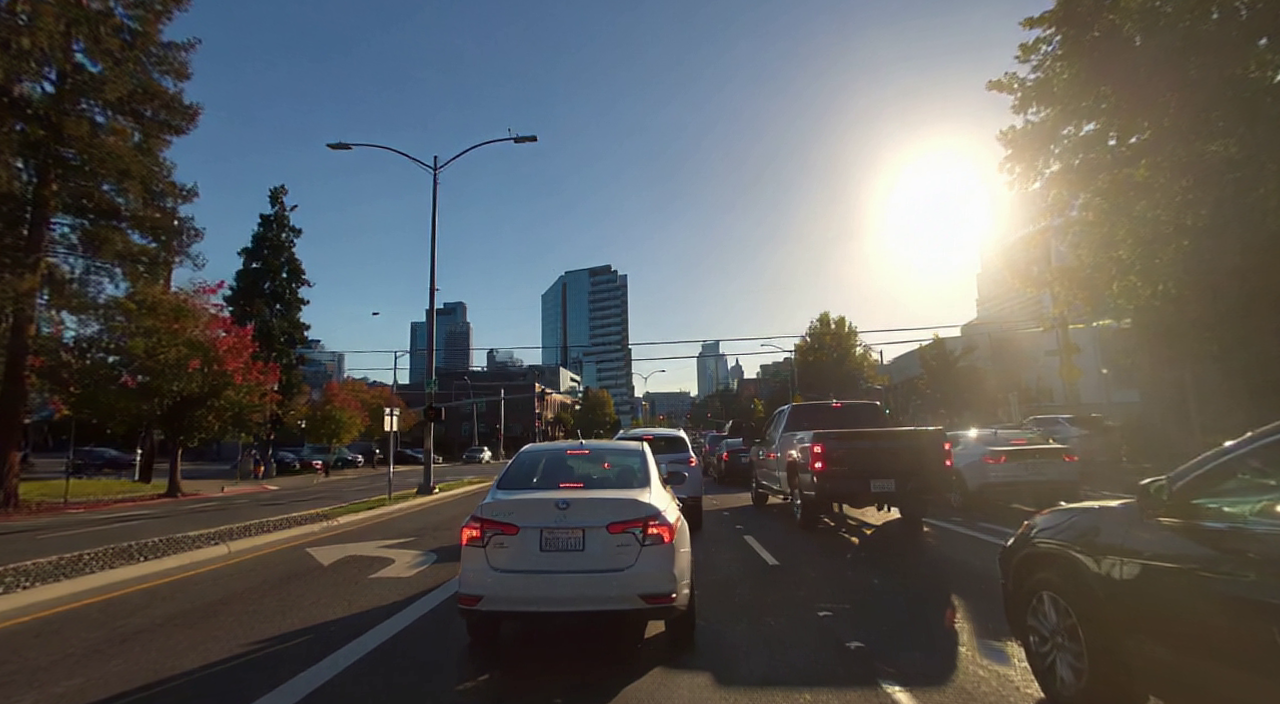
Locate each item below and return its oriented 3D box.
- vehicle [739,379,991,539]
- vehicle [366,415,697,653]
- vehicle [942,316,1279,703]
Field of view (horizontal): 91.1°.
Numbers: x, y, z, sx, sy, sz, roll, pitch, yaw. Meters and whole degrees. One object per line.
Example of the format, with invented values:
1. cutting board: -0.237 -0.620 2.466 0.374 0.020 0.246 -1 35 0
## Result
1. vehicle: 3.546 1.896 11.627 2.497 2.186 5.890 0 -9 0
2. vehicle: -0.653 1.508 6.313 2.172 1.536 4.250 0 -9 2
3. vehicle: 3.156 0.747 2.064 2.024 1.723 4.714 0 -9 1
